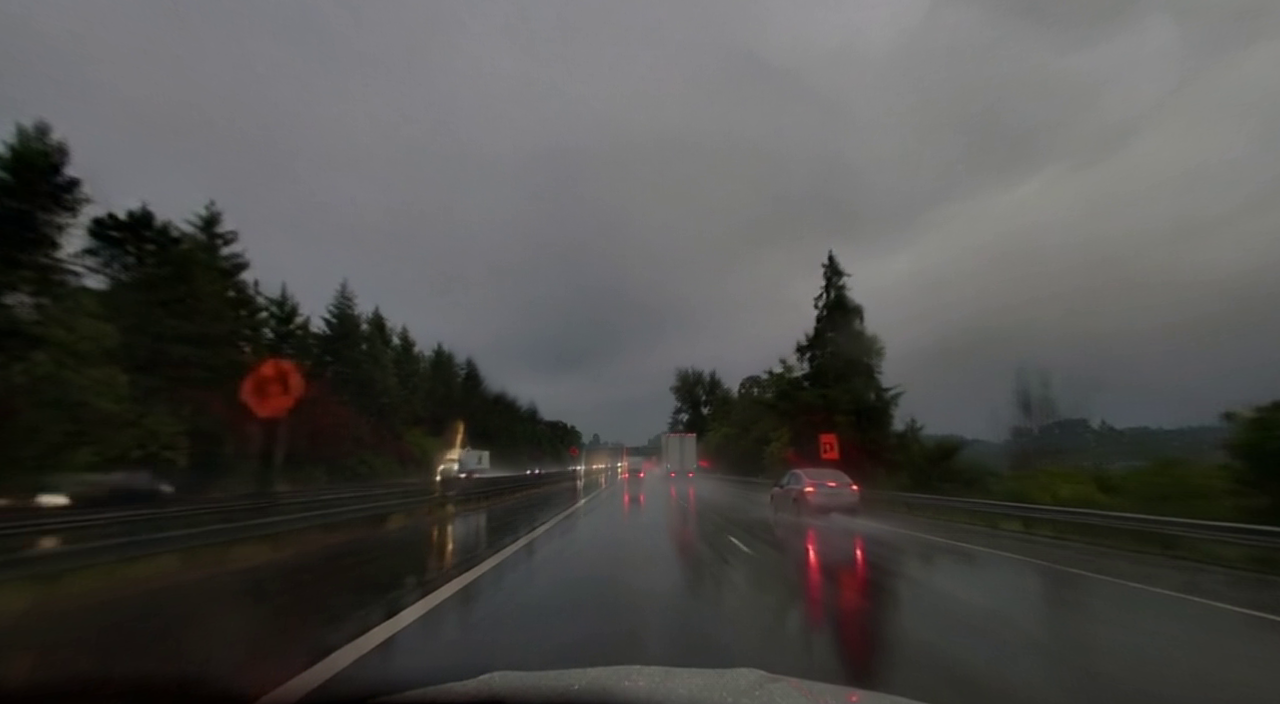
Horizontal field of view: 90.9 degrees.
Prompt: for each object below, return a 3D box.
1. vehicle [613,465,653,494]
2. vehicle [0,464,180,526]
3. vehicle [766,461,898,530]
[{"bbox_3d":[-0.400,6.893,34.281,2.010,1.436,3.973,1,-10,-1],"label":"vehicle"},{"bbox_3d":[-16.412,4.186,18.887,1.910,1.585,4.351,1,-10,0],"label":"vehicle"},{"bbox_3d":[4.650,3.547,16.022,1.897,1.476,4.334,1,-10,-1],"label":"vehicle"}]
